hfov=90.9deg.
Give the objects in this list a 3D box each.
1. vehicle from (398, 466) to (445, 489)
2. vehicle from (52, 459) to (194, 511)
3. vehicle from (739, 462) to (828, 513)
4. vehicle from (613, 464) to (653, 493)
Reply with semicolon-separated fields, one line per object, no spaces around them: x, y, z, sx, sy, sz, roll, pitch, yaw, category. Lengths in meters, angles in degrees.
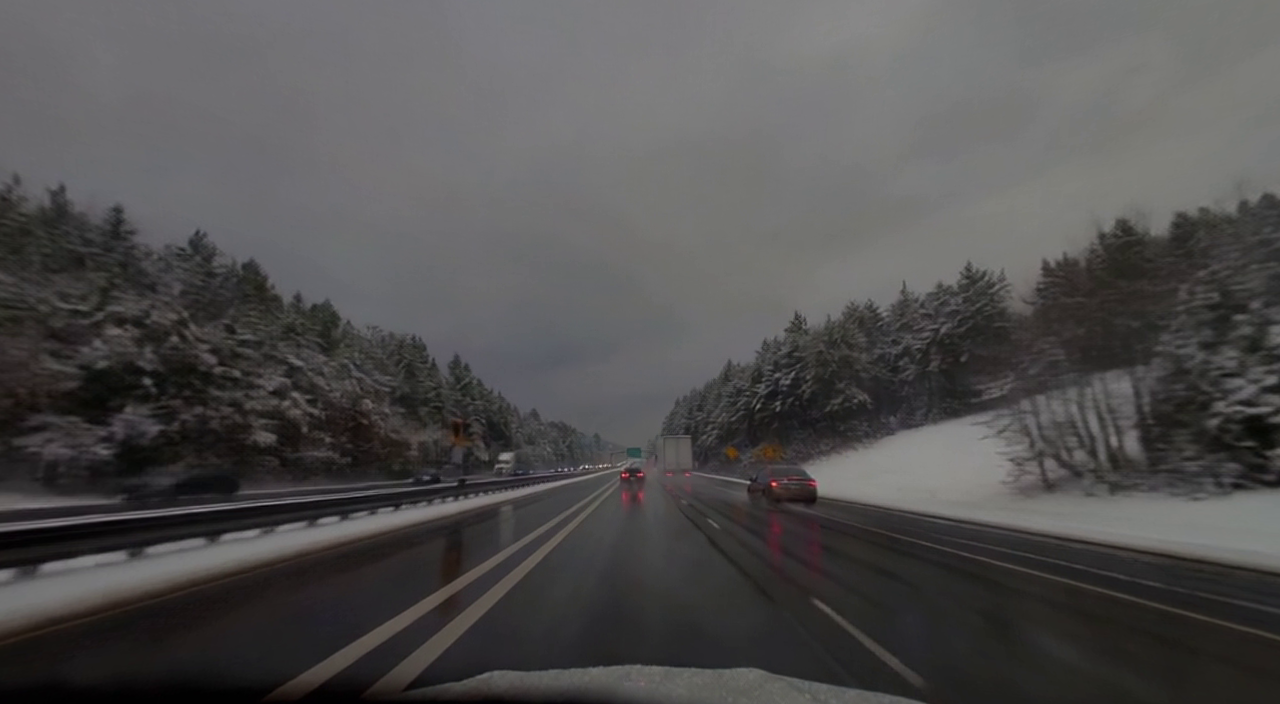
-16.561;9.511;47.971;1.910;1.585;4.351;1;-10;0;vehicle
-19.974;5.136;24.620;1.911;1.773;4.182;1;-10;0;vehicle
4.658;4.489;21.153;1.897;1.476;4.334;1;-10;-1;vehicle
-0.397;6.861;34.283;2.010;1.436;3.973;1;-10;-1;vehicle
